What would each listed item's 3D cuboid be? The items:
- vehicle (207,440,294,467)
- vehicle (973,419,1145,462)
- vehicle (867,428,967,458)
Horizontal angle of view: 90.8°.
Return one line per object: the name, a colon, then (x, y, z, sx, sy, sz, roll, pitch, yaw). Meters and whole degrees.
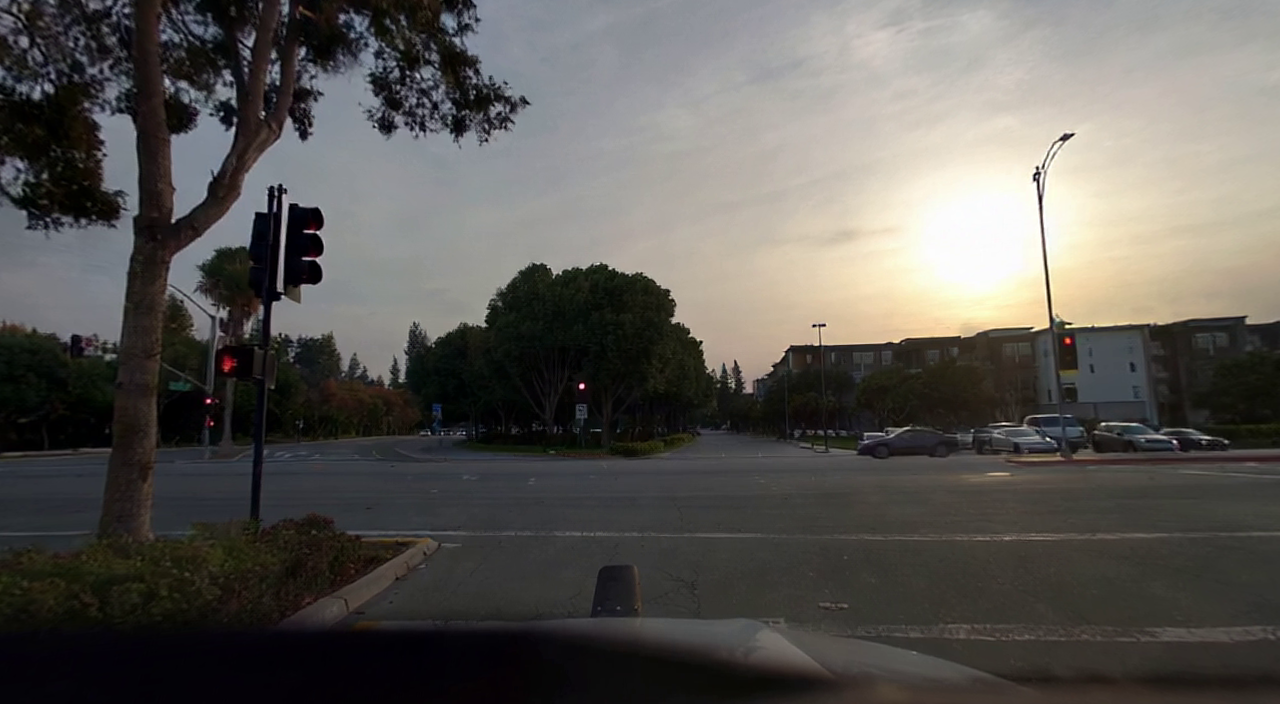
vehicle: (-22.747, 5.918, 36.982, 4.020, 1.517, 1.855, -2, -9, 10)
vehicle: (15.024, 3.219, 22.945, 4.749, 1.461, 1.892, -1, -9, 9)
vehicle: (14.699, 4.866, 33.758, 4.488, 1.536, 1.849, -2, -9, 10)
